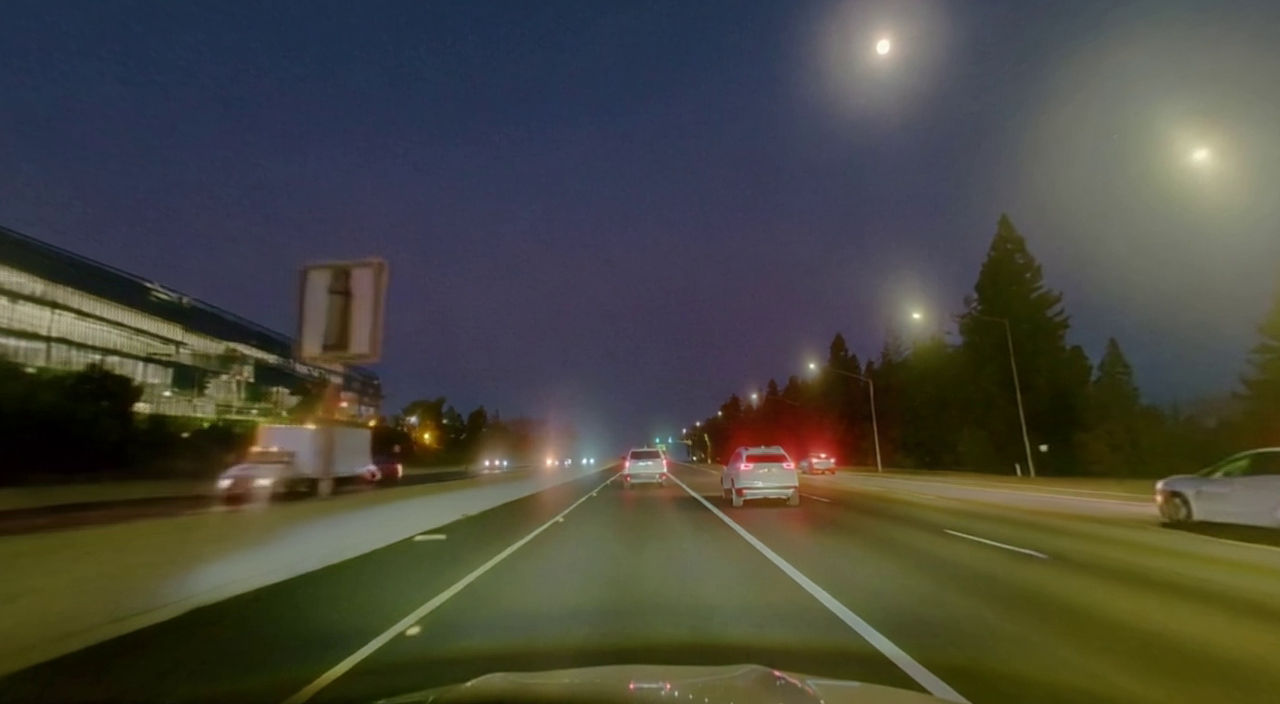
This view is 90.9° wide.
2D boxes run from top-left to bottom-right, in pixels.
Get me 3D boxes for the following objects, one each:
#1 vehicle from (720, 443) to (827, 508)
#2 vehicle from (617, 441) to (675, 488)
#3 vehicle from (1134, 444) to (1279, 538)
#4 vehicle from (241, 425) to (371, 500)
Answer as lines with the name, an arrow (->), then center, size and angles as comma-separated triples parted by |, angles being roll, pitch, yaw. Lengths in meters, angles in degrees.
vehicle -> 3.561, 3.366, 17.677 | 2.042, 1.592, 4.047 | 0, -8, -1
vehicle -> 0.252, 4.811, 27.363 | 2.290, 1.862, 4.454 | 0, -8, 1
vehicle -> 10.963, 2.248, 10.372 | 2.027, 1.446, 4.470 | 0, -8, 0
vehicle -> -14.206, 4.726, 27.378 | 2.335, 2.870, 5.786 | 0, -8, 1
